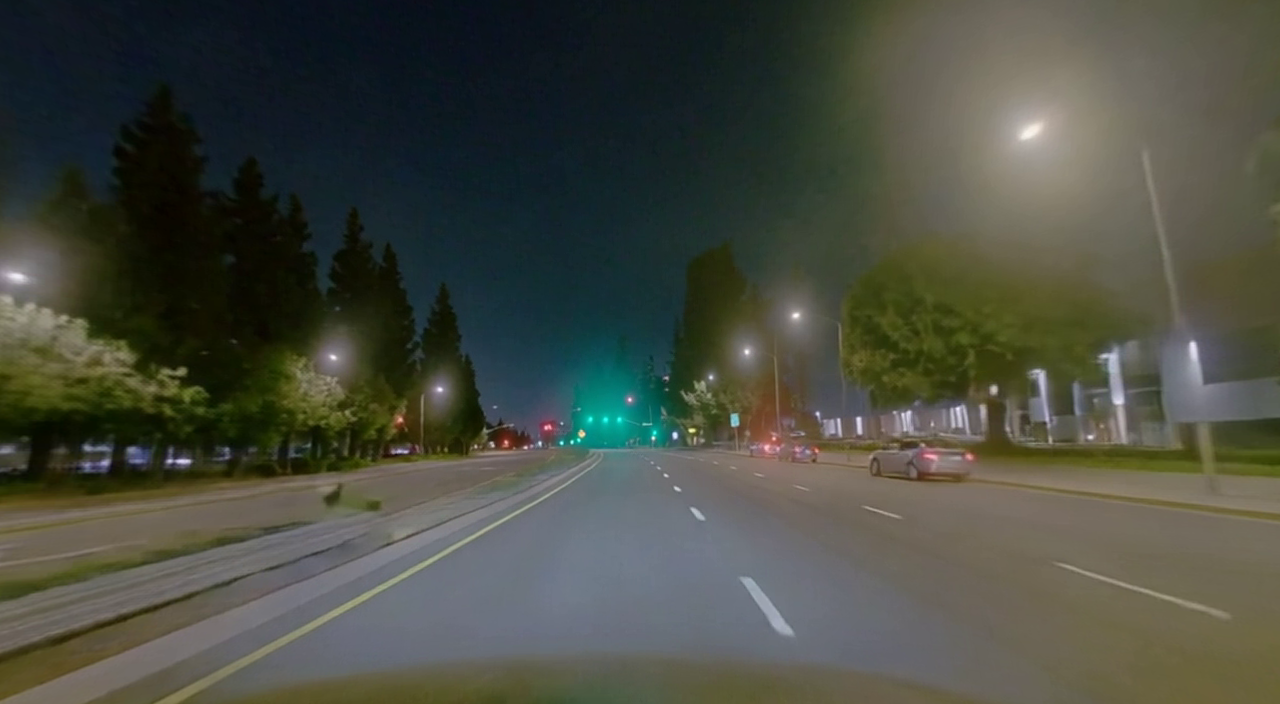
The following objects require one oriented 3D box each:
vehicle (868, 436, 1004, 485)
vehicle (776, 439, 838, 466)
[{"bbox_3d":[10.321,3.827,22.656,2.109,1.533,5.664,0,-8,-1],"label":"vehicle"},{"bbox_3d":[10.336,6.241,39.392,2.034,1.551,5.228,1,-8,-5],"label":"vehicle"}]
